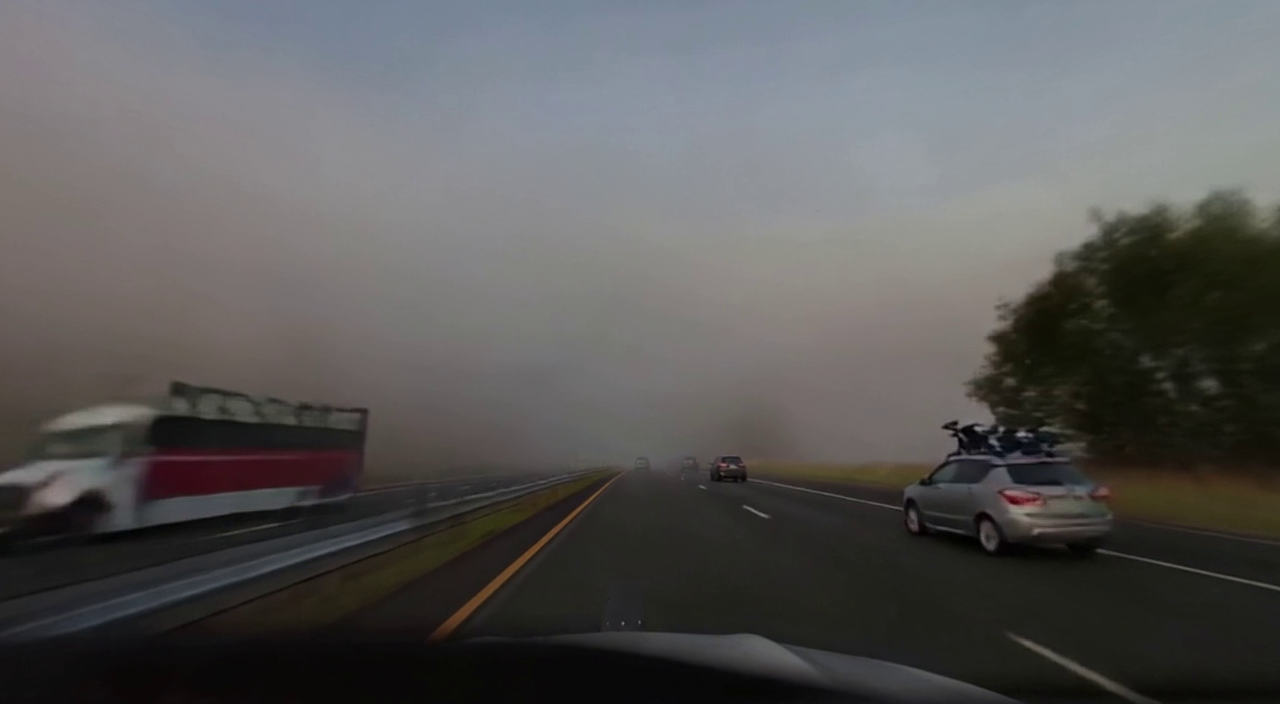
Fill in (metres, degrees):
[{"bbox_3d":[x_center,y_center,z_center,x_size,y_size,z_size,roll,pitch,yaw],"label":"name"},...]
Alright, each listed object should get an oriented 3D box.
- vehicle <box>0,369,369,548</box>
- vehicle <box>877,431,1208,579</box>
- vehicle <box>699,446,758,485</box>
[{"bbox_3d":[-12.487,3.109,19.142,3.046,3.630,12.421,0,-9,0],"label":"vehicle"},{"bbox_3d":[4.913,1.884,8.489,1.964,1.513,3.707,0,-9,0],"label":"vehicle"},{"bbox_3d":[4.113,5.362,30.047,2.122,1.662,4.392,0,-9,0],"label":"vehicle"}]
